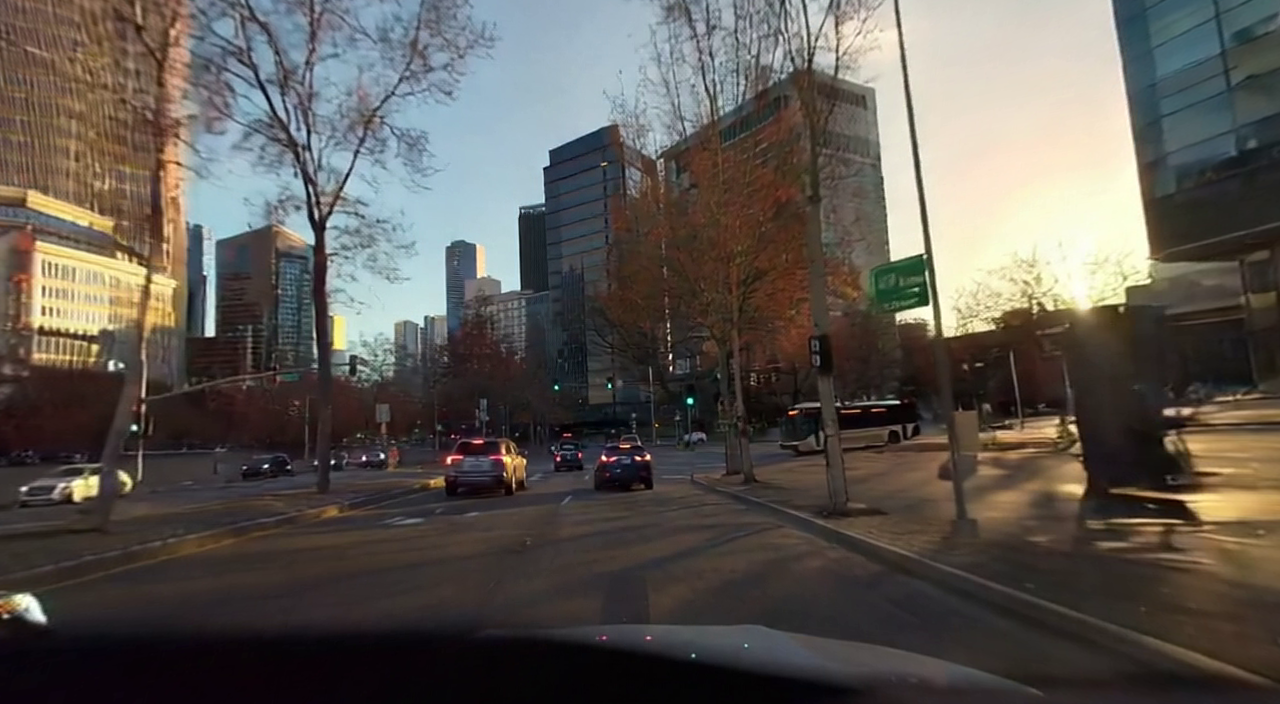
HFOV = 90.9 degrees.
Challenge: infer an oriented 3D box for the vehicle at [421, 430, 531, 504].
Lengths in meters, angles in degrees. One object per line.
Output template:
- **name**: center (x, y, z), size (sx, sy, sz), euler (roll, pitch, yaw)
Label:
- **vehicle**: center (-4.001, 2.858, 16.053), size (1.848, 1.641, 3.686), euler (0, -9, -1)

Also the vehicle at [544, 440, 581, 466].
- **vehicle**: center (-4.768, 6.225, 39.119), size (1.961, 1.517, 4.202), euler (1, -9, -3)

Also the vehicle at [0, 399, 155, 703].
- **vehicle**: center (-3.414, 0.689, 0.799), size (1.970, 1.489, 4.532), euler (0, -9, 0)

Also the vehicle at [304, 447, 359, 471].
- **vehicle**: center (-24.152, 8.355, 49.614), size (1.928, 1.805, 5.236), euler (1, -9, -4)

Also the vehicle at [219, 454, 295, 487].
- **vehicle**: center (-22.942, 7.054, 38.011), size (1.881, 1.792, 4.640), euler (1, -9, -4)

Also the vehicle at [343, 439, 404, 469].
- **vehicle**: center (-19.941, 7.668, 47.601), size (2.271, 2.076, 6.147), euler (1, -9, -4)

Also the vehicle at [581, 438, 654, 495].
- **vehicle**: center (-0.652, 3.362, 18.780), size (1.933, 1.504, 3.802), euler (0, -9, -2)
